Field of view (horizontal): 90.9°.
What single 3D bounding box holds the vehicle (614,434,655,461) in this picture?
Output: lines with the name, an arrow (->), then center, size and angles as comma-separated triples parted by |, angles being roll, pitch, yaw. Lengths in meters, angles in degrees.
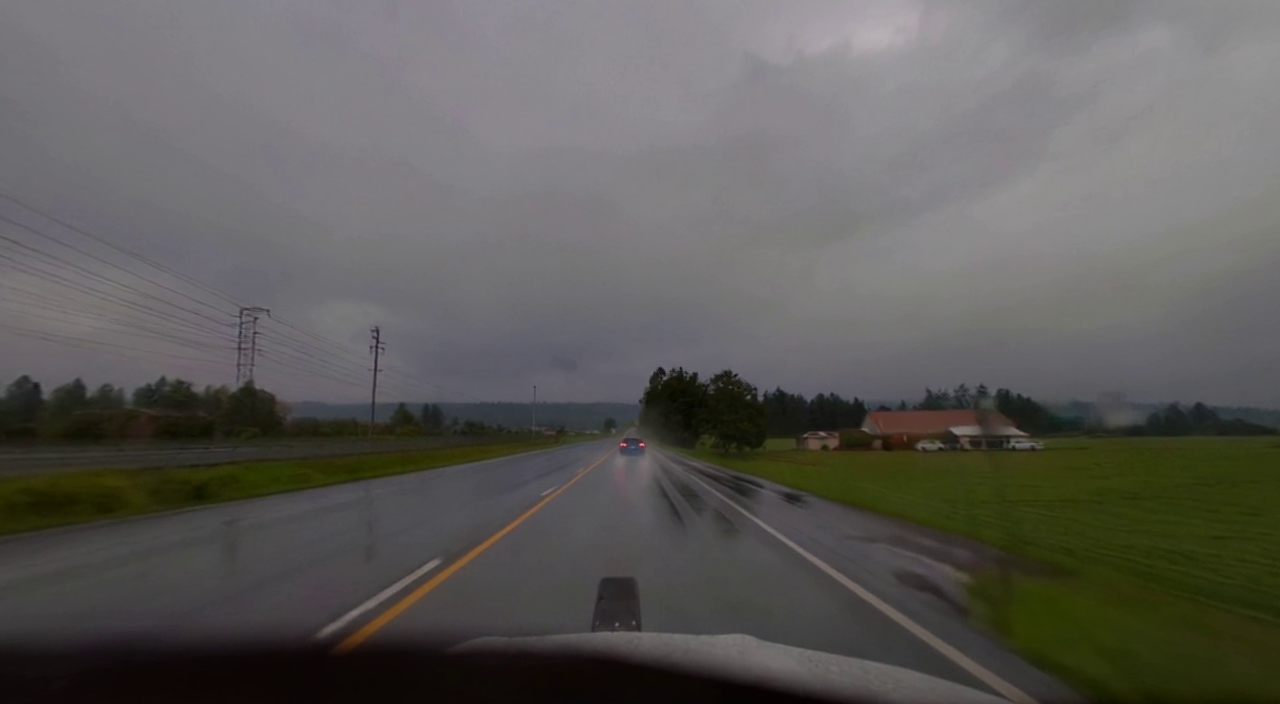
vehicle -> -0.337, 5.550, 36.665 | 2.241, 1.471, 3.829 | 0, -8, -1
